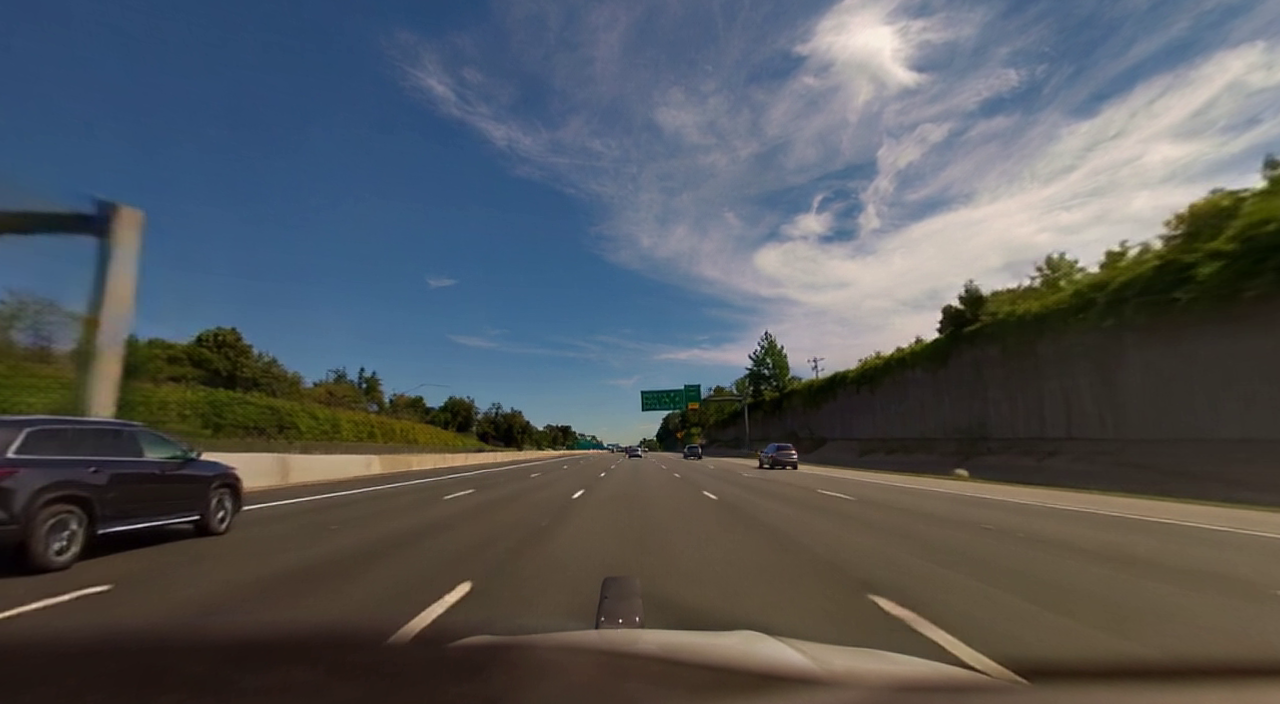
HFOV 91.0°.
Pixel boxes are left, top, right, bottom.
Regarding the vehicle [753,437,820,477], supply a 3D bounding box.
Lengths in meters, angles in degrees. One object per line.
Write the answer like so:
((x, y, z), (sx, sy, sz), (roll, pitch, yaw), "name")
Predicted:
((7.052, 5.091, 30.777), (2.167, 1.781, 4.340), (0, -9, -1), "vehicle")

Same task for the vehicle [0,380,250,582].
((-7.630, 1.503, 7.651), (2.431, 2.005, 5.166), (0, -9, 0), "vehicle")
